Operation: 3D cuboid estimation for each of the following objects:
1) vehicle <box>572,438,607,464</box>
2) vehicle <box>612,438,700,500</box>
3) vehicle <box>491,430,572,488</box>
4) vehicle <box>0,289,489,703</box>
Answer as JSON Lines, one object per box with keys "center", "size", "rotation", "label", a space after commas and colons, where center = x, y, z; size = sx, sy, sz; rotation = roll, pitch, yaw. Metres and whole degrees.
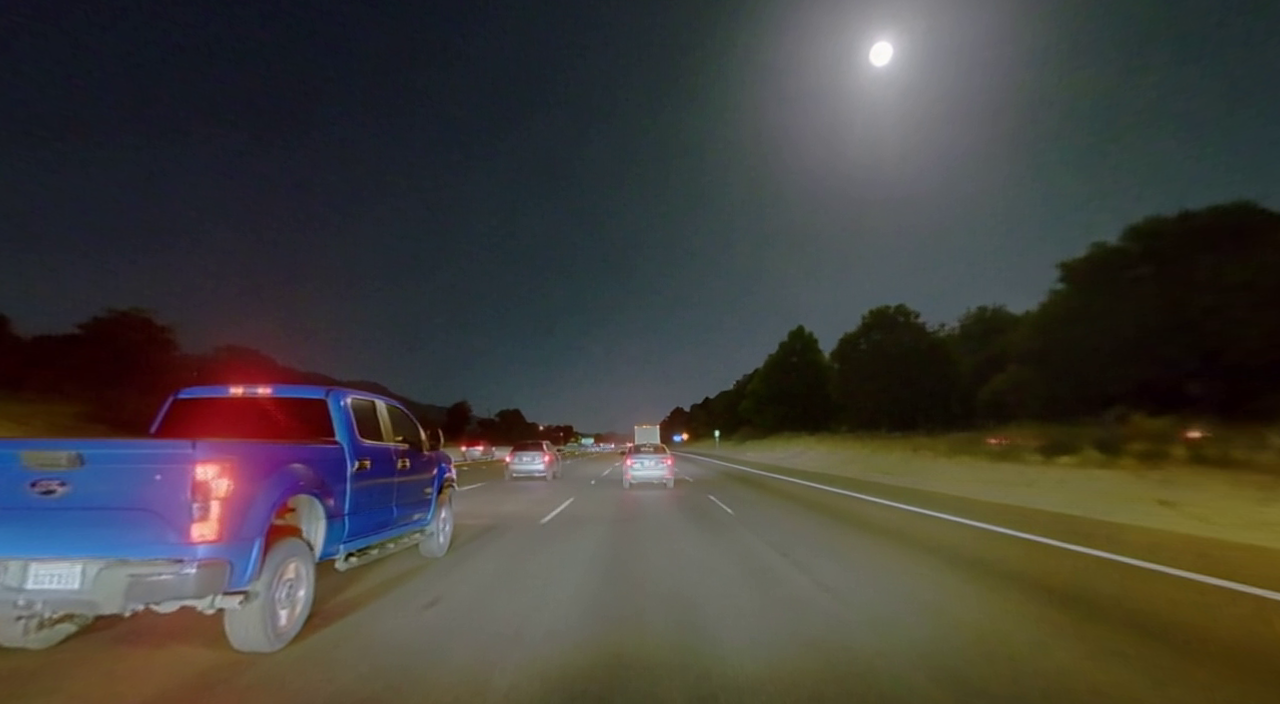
{"center": [-3.345, 6.641, 42.435], "size": [1.897, 1.646, 4.049], "rotation": [0, -8, 1], "label": "vehicle"}
{"center": [0.368, 3.052, 16.884], "size": [2.054, 1.421, 4.090], "rotation": [0, -8, 0], "label": "vehicle"}
{"center": [-3.516, 3.549, 21.250], "size": [1.903, 1.721, 4.210], "rotation": [0, -8, 1], "label": "vehicle"}
{"center": [-3.343, 1.145, 5.908], "size": [2.269, 2.060, 5.933], "rotation": [0, -8, 1], "label": "vehicle"}
